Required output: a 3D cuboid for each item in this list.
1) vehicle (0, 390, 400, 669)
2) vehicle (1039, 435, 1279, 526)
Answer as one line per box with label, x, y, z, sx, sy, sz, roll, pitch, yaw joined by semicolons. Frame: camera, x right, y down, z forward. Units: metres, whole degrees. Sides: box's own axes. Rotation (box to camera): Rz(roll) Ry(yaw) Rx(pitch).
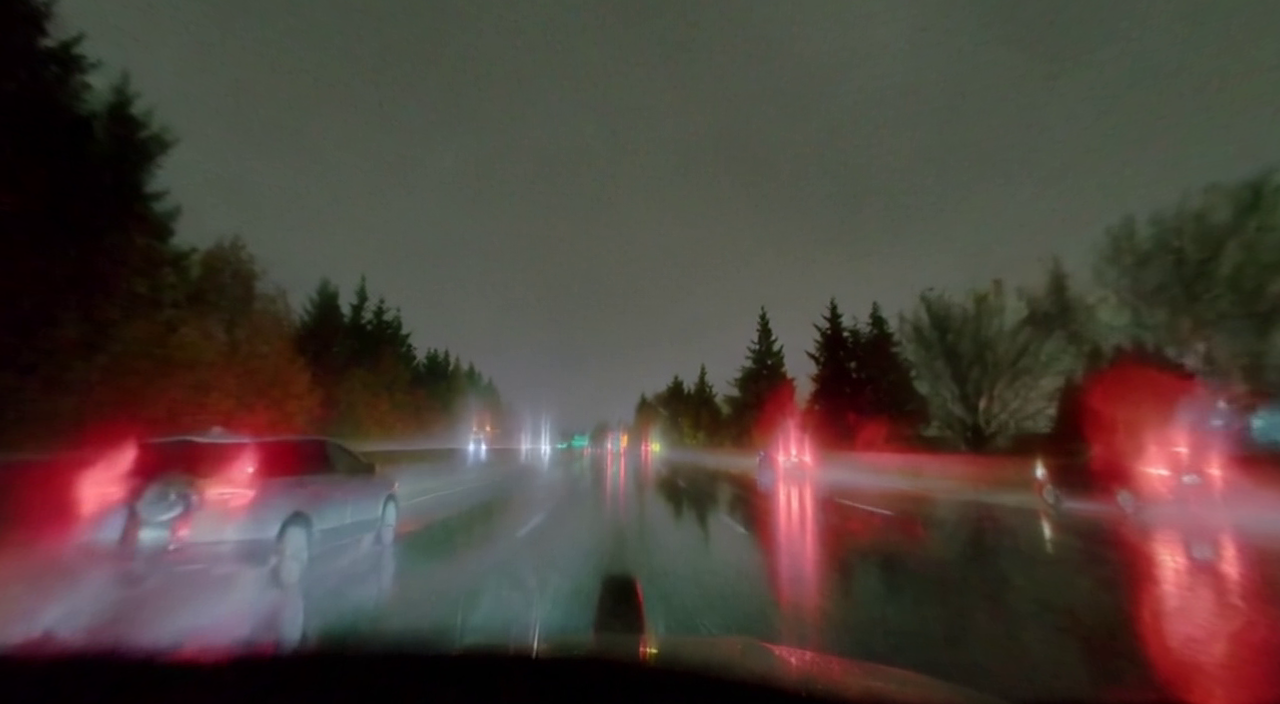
vehicle;-3.966;1.337;5.663;2.071;1.615;3.868;0;-9;0
vehicle;9.995;2.401;12.211;1.853;1.463;3.780;0;-9;-1
